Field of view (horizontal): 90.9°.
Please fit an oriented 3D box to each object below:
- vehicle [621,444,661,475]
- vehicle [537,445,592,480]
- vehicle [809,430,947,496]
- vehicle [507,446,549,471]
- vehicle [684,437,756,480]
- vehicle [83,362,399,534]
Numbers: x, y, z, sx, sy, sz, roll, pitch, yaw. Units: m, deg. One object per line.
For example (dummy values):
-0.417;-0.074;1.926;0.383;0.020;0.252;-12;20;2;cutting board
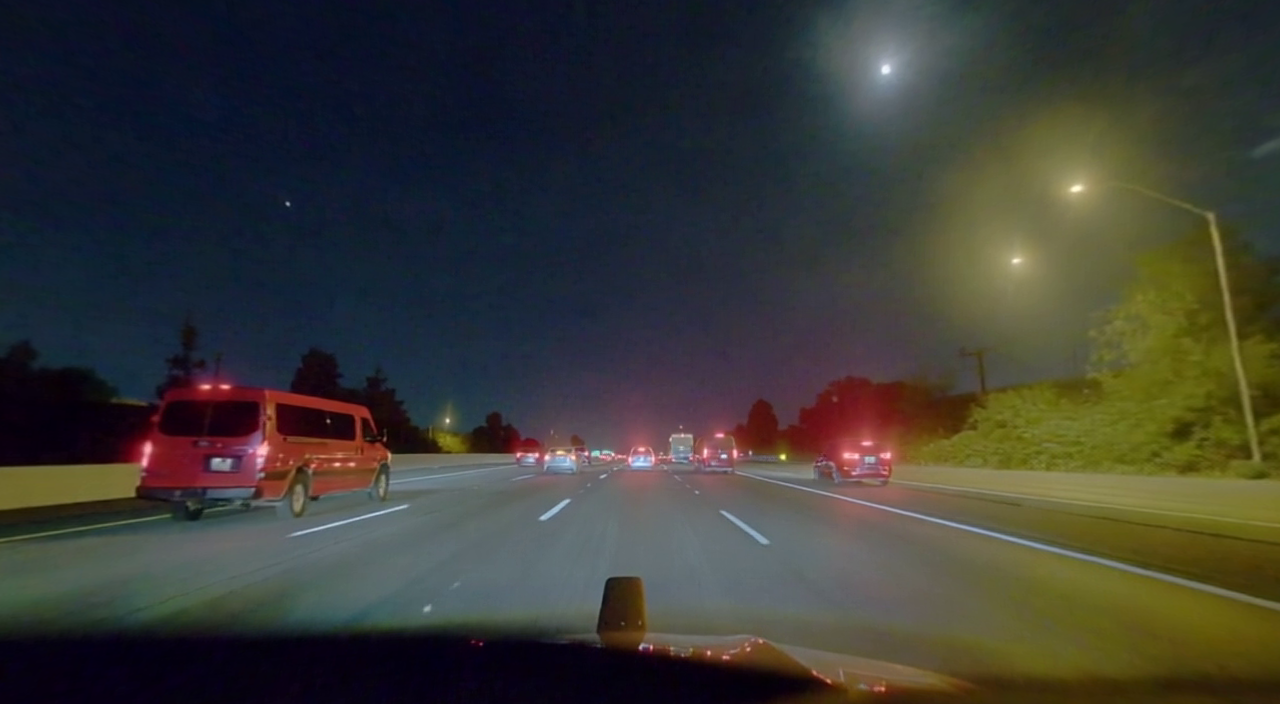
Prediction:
0.077;6.022;35.599;2.115;1.617;4.102;0;-9;1;vehicle
-3.417;5.099;29.355;1.970;1.483;4.071;0;-9;1;vehicle
7.452;3.545;20.593;2.304;1.840;5.706;0;-9;0;vehicle
-7.525;7.152;42.638;1.961;1.562;4.301;0;-9;1;vehicle
3.721;5.140;30.786;2.777;1.895;5.710;0;-9;0;vehicle
-7.526;1.978;13.224;2.336;2.708;6.421;0;-9;0;vehicle
